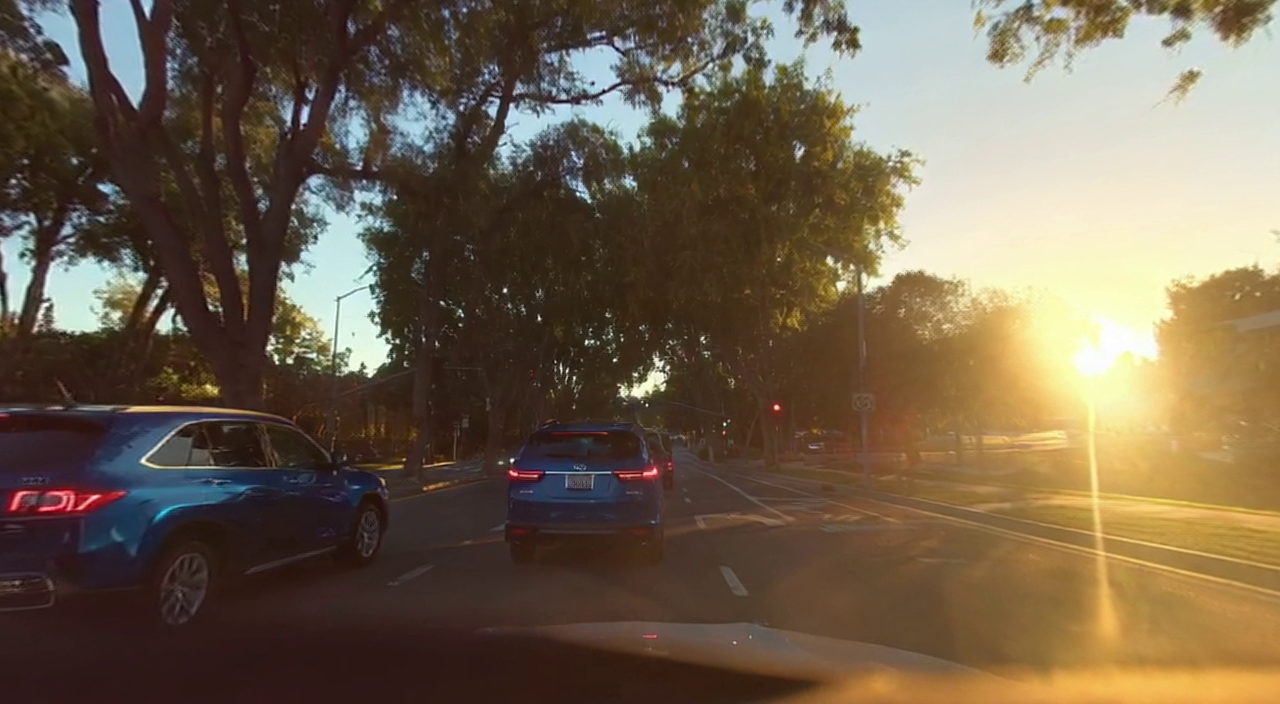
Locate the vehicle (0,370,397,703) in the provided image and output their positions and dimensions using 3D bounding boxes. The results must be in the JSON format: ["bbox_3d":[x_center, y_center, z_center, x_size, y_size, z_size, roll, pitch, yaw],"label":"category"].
[{"bbox_3d":[-4.016,1.250,5.375,2.009,1.673,4.454,0,-8,1],"label":"vehicle"}]

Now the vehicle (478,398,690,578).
[{"bbox_3d":[-0.502,1.740,8.953,2.131,1.793,5.016,0,-8,2],"label":"vehicle"}]
